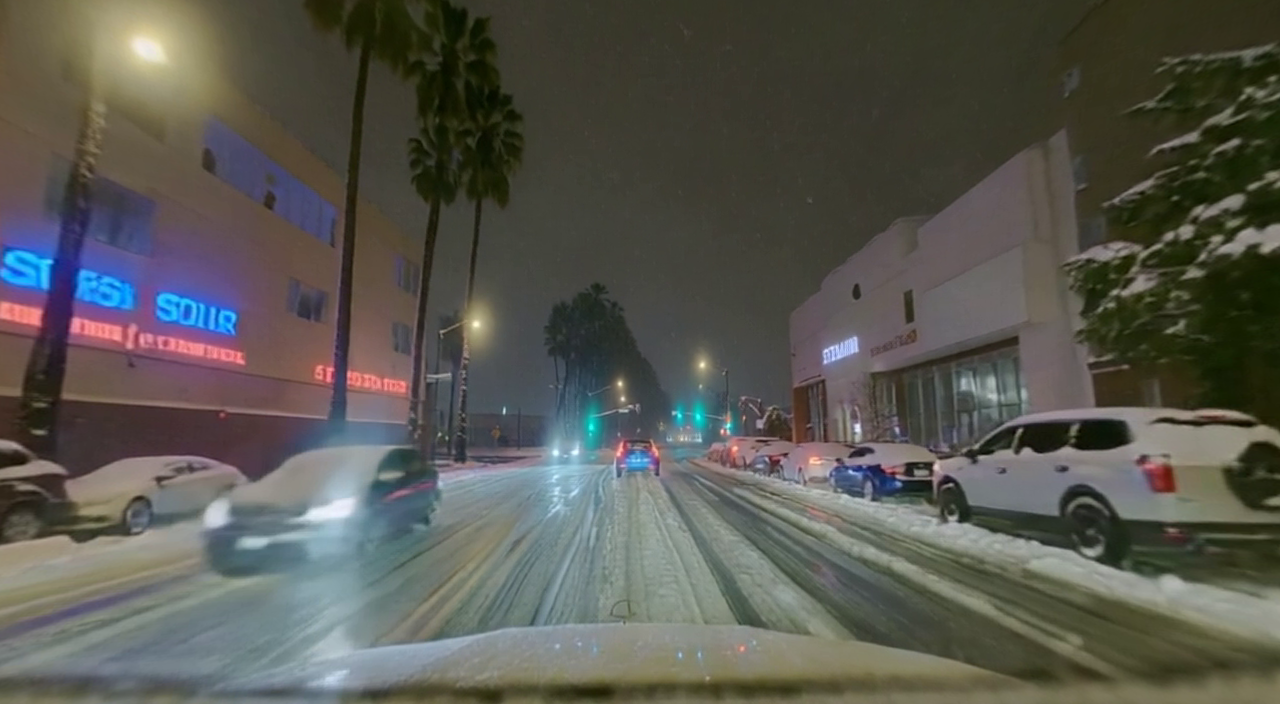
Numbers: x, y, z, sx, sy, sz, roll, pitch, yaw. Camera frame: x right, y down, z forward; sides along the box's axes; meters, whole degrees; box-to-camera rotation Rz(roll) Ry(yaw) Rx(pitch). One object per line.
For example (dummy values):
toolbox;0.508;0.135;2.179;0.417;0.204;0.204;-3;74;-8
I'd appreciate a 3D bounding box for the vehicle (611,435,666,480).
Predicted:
vehicle;-0.079;4.346;26.269;2.063;1.664;4.471;0;-8;-1

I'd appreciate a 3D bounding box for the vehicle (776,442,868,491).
vehicle;6.192;3.919;22.027;1.885;1.506;4.302;0;-8;0

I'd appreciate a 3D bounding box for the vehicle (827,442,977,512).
vehicle;6.317;3.029;15.887;1.810;1.472;4.422;0;-8;-1

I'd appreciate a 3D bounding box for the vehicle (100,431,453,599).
vehicle;-3.877;1.767;7.833;1.916;1.453;4.315;0;-8;-2

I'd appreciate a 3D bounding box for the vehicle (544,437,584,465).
vehicle;-5.160;6.832;43.600;2.188;1.797;4.358;0;-8;1

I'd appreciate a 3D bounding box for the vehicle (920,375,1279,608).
vehicle;6.325;1.668;8.641;2.257;2.074;5.857;0;-8;0
